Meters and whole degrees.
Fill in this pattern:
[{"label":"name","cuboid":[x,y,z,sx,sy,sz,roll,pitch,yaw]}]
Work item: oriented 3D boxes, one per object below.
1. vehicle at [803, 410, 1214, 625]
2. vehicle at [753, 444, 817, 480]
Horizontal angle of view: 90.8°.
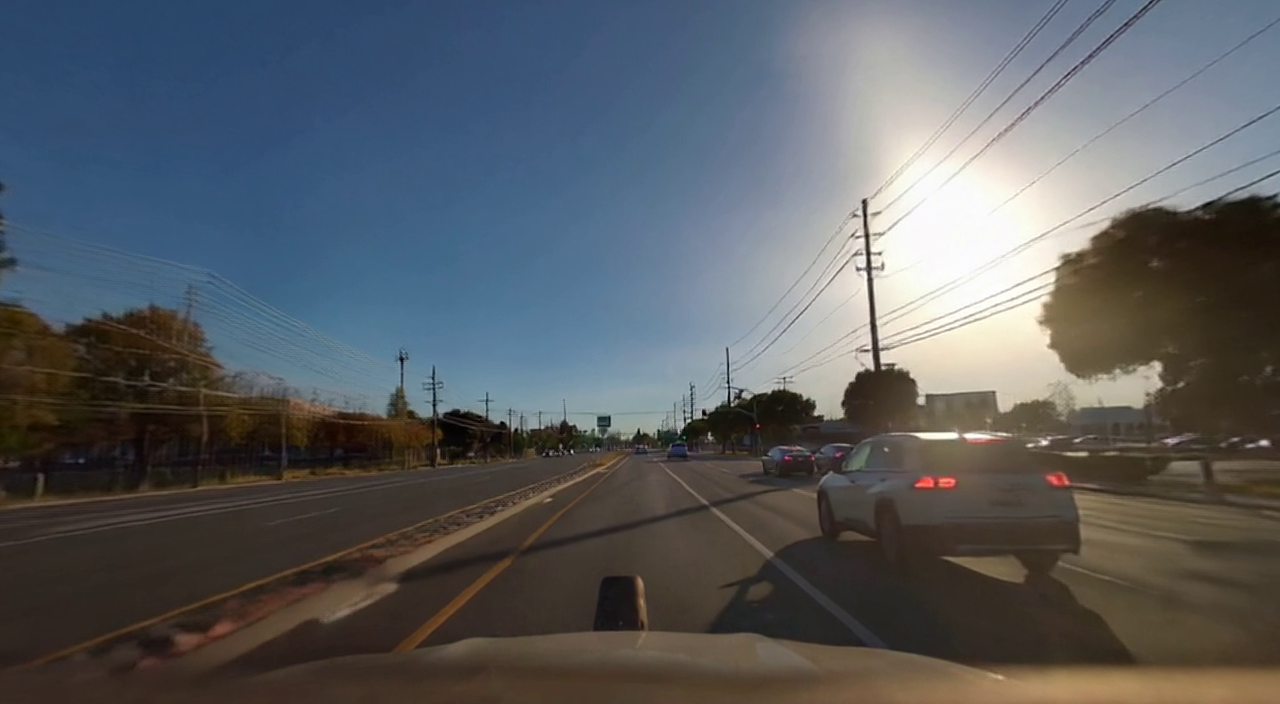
[{"label":"vehicle","cuboid":[3.424,1.597,7.057,2.078,1.668,4.078,0,-8,0]},{"label":"vehicle","cuboid":[6.523,4.976,28.855,1.882,1.476,4.344,0,-8,0]}]
